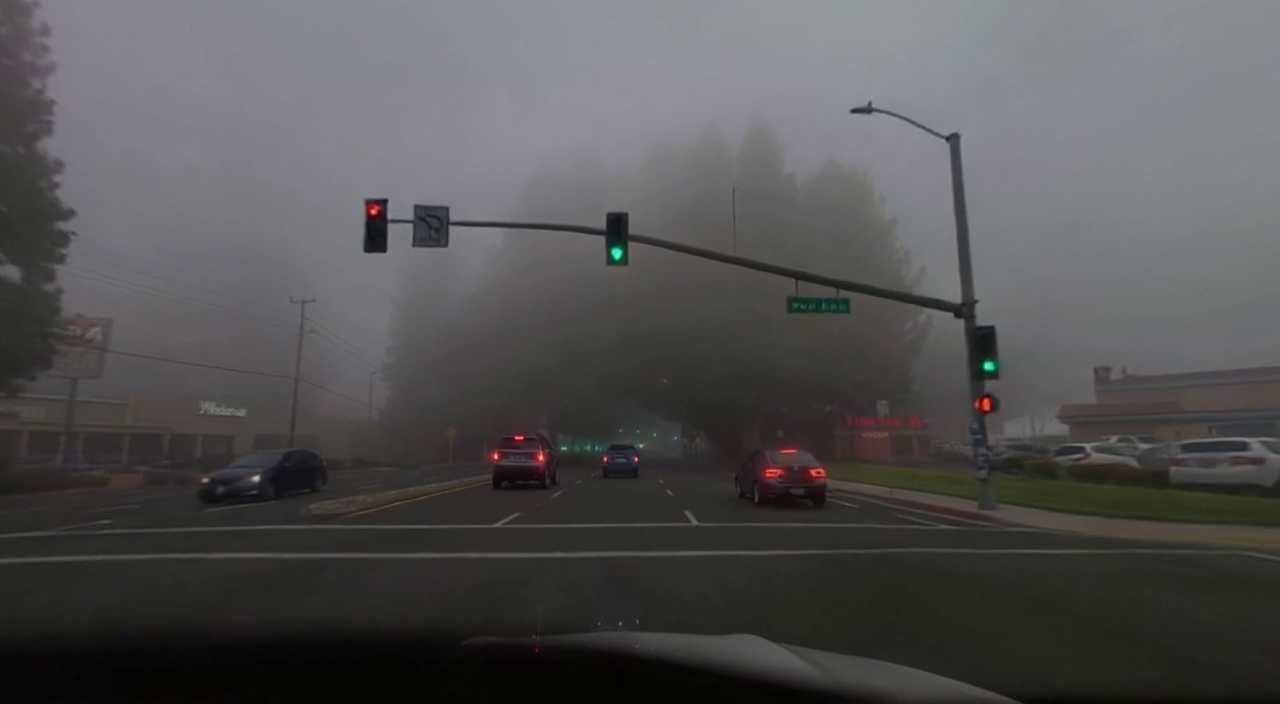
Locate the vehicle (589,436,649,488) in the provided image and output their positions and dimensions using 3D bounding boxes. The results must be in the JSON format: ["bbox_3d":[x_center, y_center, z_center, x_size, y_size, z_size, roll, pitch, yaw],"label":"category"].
[{"bbox_3d":[-0.752,4.160,24.153,2.061,1.809,4.141,0,-9,0],"label":"vehicle"}]

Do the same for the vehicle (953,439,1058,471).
[{"bbox_3d":[18.564,5.250,32.237,4.107,1.540,1.994,0,-9,-1],"label":"vehicle"}]

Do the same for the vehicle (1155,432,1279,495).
[{"bbox_3d":[18.970,3.284,18.896,5.209,1.743,2.081,0,-9,0],"label":"vehicle"}]

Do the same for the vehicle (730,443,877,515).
[{"bbox_3d":[3.674,2.947,15.208,2.207,1.447,4.418,0,-9,-2],"label":"vehicle"}]

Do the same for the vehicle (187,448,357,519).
[{"bbox_3d":[-9.199,3.278,16.320,1.867,1.427,4.371,-3,-8,-1],"label":"vehicle"}]

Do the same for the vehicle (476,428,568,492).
[{"bbox_3d":[-4.050,3.850,22.880,2.252,1.999,5.605,0,-9,0],"label":"vehicle"}]
